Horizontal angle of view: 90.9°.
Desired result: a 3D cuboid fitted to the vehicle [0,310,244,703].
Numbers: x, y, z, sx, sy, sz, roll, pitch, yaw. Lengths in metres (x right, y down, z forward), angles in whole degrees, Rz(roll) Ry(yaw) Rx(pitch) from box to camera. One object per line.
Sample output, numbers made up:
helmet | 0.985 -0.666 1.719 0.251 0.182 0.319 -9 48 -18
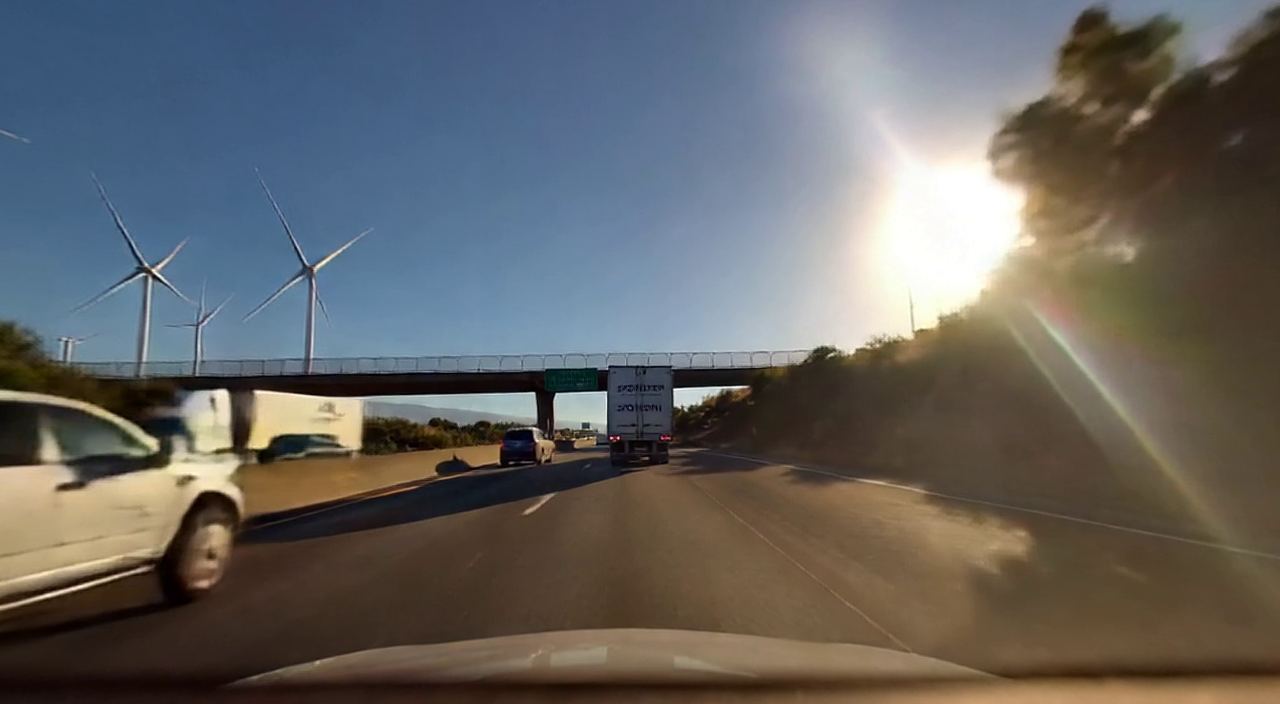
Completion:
vehicle | -4.014 0.643 2.231 2.283 1.814 4.568 0 -8 -1

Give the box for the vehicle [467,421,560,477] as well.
vehicle | -4.153 3.279 21.661 2.167 1.686 4.946 0 -8 0

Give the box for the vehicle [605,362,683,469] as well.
vehicle | 0.007 3.179 29.820 2.906 3.990 12.551 0 -8 -1
